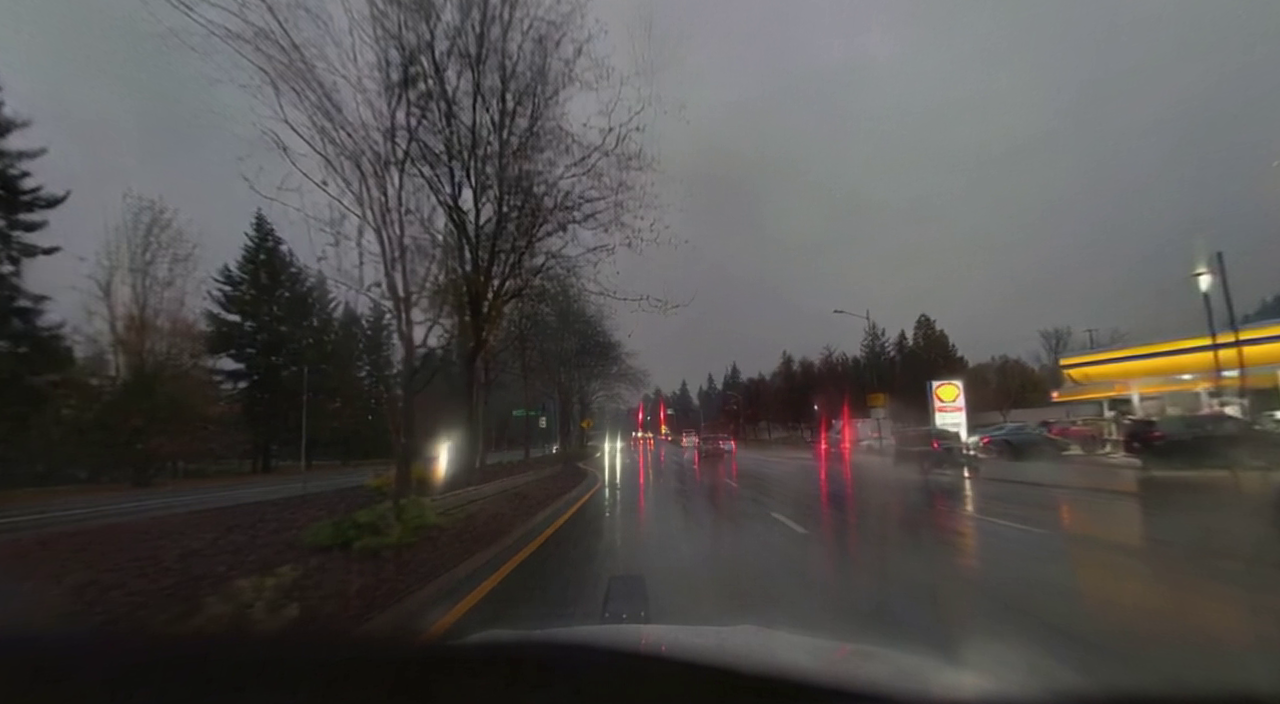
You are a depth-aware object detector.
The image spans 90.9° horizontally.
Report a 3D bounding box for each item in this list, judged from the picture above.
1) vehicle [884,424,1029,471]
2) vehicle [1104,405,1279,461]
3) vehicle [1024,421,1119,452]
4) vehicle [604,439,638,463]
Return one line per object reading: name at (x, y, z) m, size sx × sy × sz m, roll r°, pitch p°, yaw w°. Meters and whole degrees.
vehicle at (12.906, 3.970, 26.136) m, size 4.960 × 1.802 × 2.068 m, roll -3°, pitch -9°, yaw 17°
vehicle at (21.583, 3.141, 24.048) m, size 5.770 × 1.976 × 2.347 m, roll -5°, pitch -10°, yaw 26°
vehicle at (24.732, 4.892, 36.303) m, size 4.079 × 1.632 × 1.961 m, roll -4°, pitch -10°, yaw 22°
vehicle at (-1.294, 6.447, 41.218) m, size 2.032 × 1.461 × 4.173 m, roll 0°, pitch -9°, yaw -5°
